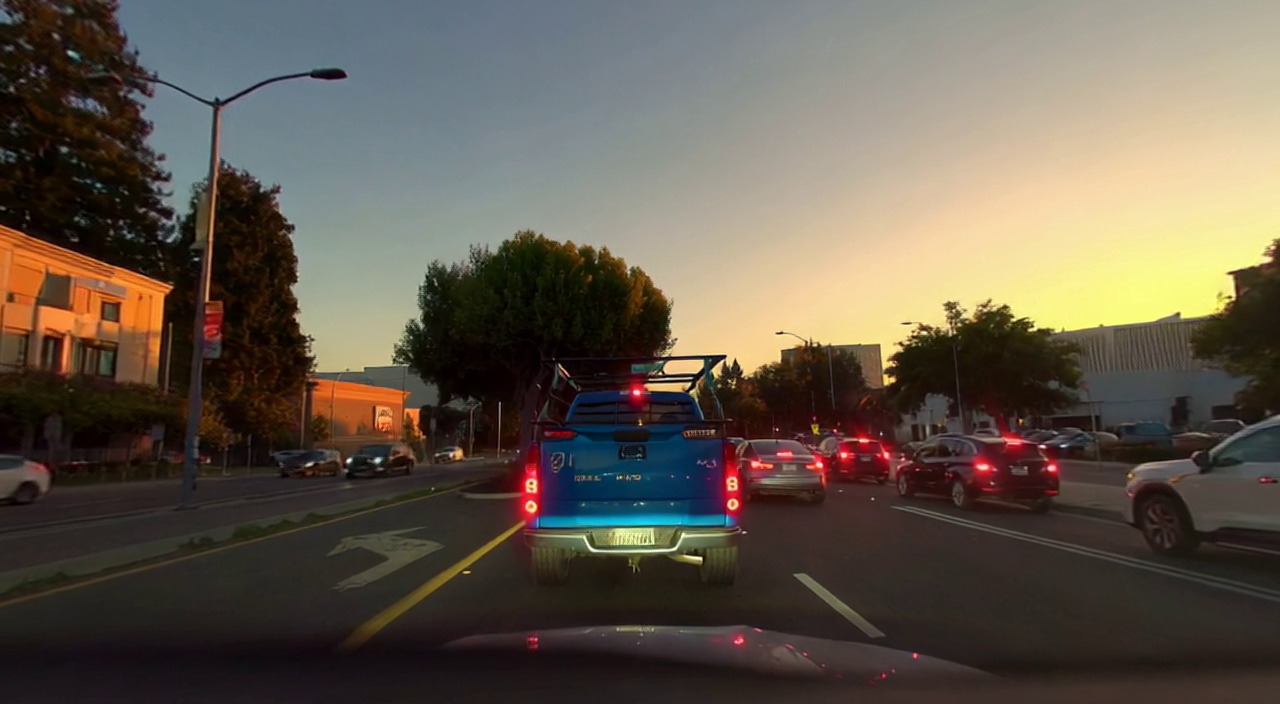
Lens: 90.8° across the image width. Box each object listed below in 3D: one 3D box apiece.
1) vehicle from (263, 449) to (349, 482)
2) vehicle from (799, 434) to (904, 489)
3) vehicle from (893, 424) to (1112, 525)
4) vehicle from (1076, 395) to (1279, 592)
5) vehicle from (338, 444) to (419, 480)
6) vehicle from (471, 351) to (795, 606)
[{"bbox_3d":[-16.052,5.455,30.622,1.805,1.466,4.341,0,-9,0],"label":"vehicle"},{"bbox_3d":[7.062,3.700,21.613,1.953,1.665,4.327,0,-9,-2],"label":"vehicle"},{"bbox_3d":[7.067,2.413,12.981,1.931,1.692,4.267,0,-9,0],"label":"vehicle"},{"bbox_3d":[6.815,1.329,6.044,2.023,1.771,4.488,0,-9,0],"label":"vehicle"},{"bbox_3d":[-12.457,5.230,30.437,1.928,1.591,4.509,0,-9,0],"label":"vehicle"},{"bbox_3d":[-0.106,1.464,8.198,2.682,2.117,5.706,0,-9,-1],"label":"vehicle"}]
